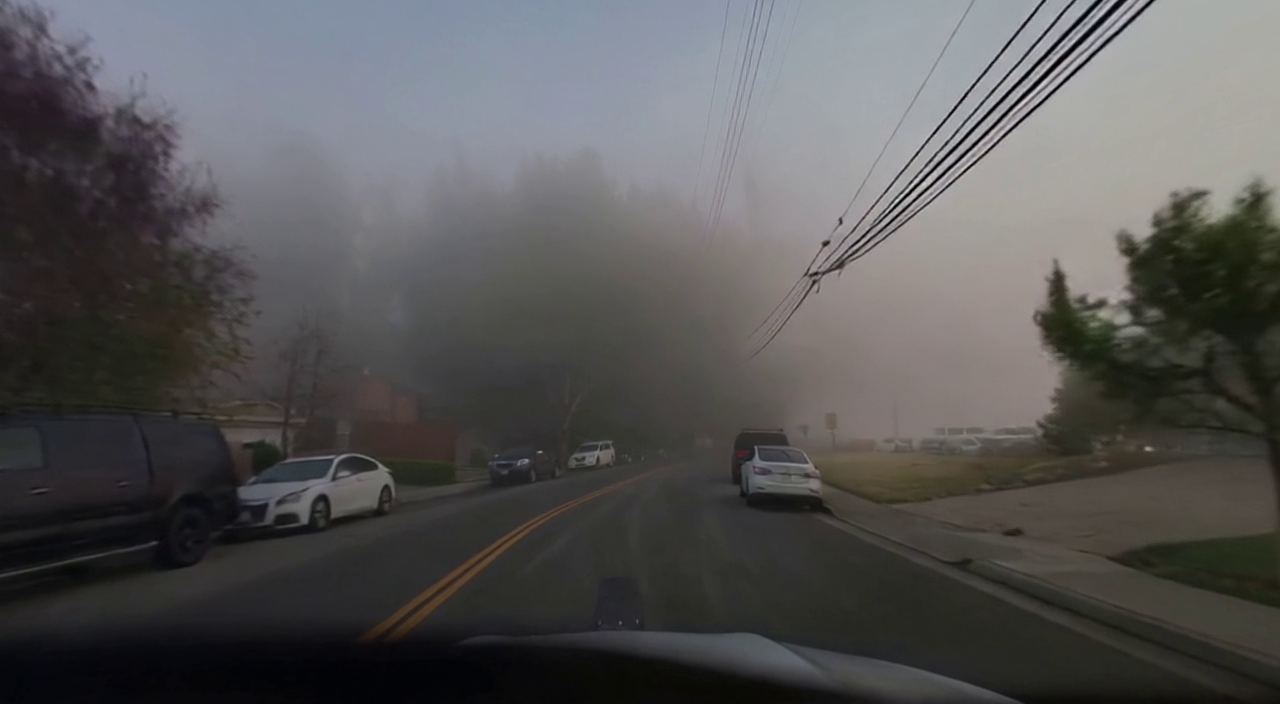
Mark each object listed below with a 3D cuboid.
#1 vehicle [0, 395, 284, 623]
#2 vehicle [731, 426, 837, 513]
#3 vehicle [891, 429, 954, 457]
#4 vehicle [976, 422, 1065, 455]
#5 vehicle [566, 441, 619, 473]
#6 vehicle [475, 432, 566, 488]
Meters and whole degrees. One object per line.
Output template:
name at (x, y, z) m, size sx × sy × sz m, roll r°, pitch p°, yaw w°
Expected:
vehicle at (-7.130, 1.803, 7.604) m, size 2.250 × 2.081 × 6.553 m, roll -3°, pitch -9°, yaw -3°
vehicle at (3.420, 2.874, 16.004) m, size 2.032 × 1.810 × 5.047 m, roll -1°, pitch -9°, yaw 6°
vehicle at (17.547, 5.686, 39.409) m, size 2.079 × 1.675 × 3.855 m, roll 0°, pitch -9°, yaw -1°
vehicle at (22.799, 5.272, 38.124) m, size 2.253 × 1.805 × 4.842 m, roll 1°, pitch -9°, yaw -1°
vehicle at (-2.889, 6.585, 39.942) m, size 2.192 × 1.873 × 4.985 m, roll -1°, pitch -9°, yaw 9°
vehicle at (-5.063, 4.725, 27.575) m, size 2.353 × 2.037 × 5.358 m, roll -5°, pitch -11°, yaw 6°
